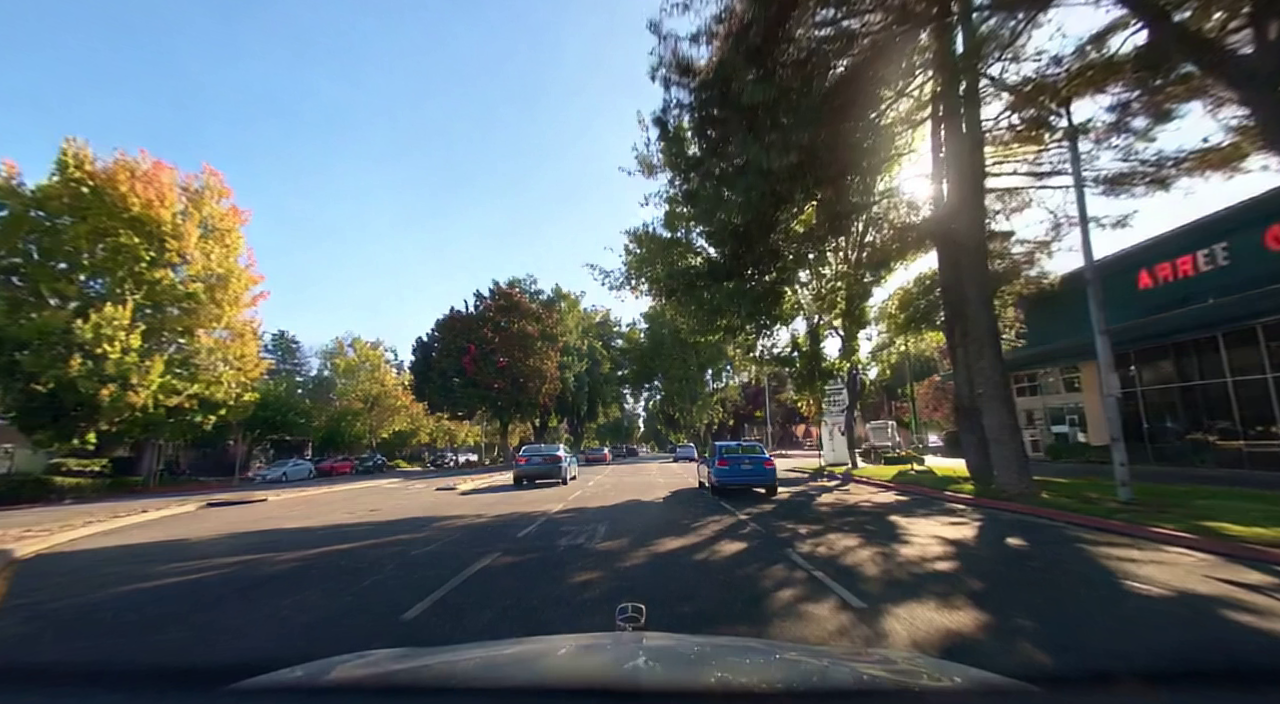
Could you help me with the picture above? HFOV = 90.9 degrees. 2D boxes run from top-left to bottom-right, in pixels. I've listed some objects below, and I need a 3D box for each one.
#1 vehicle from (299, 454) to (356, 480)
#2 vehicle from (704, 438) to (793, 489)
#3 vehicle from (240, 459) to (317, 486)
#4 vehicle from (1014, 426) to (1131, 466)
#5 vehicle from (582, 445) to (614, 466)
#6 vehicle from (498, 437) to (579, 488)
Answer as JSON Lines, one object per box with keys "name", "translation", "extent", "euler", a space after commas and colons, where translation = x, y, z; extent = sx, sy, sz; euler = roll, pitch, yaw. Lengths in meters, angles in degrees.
{"name": "vehicle", "translation": [-22.550, 8.306, 45.667], "extent": [1.853, 1.693, 4.233], "euler": [0, -8, 1]}
{"name": "vehicle", "translation": [3.397, 3.592, 20.626], "extent": [2.083, 1.474, 4.360], "euler": [0, -8, -1]}
{"name": "vehicle", "translation": [-22.460, 7.461, 39.395], "extent": [2.059, 1.463, 4.780], "euler": [0, -8, -2]}
{"name": "vehicle", "translation": [28.547, 6.172, 41.664], "extent": [6.334, 2.182, 2.351], "euler": [-2, -8, -11]}
{"name": "vehicle", "translation": [-3.085, 7.717, 47.069], "extent": [2.060, 1.459, 4.311], "euler": [0, -8, 0]}
{"name": "vehicle", "translation": [-3.471, 3.876, 22.404], "extent": [2.113, 1.626, 4.129], "euler": [0, -8, 1]}
